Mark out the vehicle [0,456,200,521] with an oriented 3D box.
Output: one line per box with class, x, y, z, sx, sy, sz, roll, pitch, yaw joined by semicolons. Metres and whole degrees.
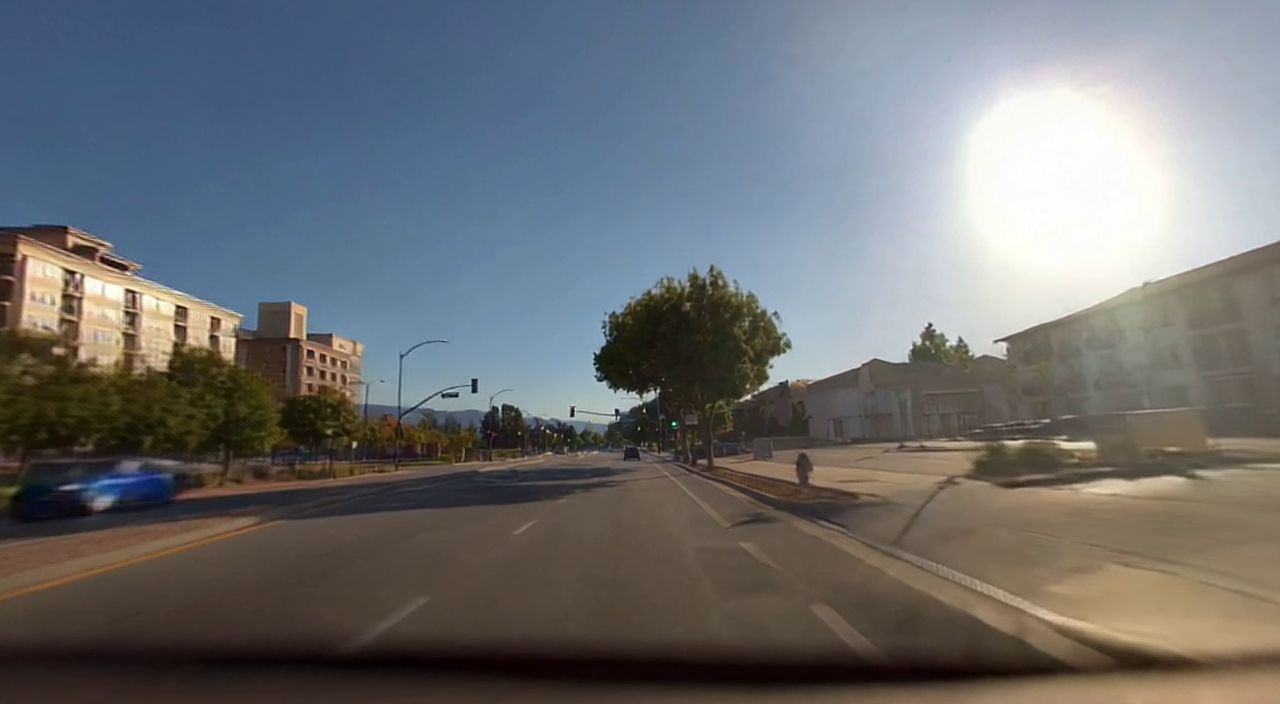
vehicle;-14.694;3.635;17.348;1.898;1.469;4.577;0;-9;0
